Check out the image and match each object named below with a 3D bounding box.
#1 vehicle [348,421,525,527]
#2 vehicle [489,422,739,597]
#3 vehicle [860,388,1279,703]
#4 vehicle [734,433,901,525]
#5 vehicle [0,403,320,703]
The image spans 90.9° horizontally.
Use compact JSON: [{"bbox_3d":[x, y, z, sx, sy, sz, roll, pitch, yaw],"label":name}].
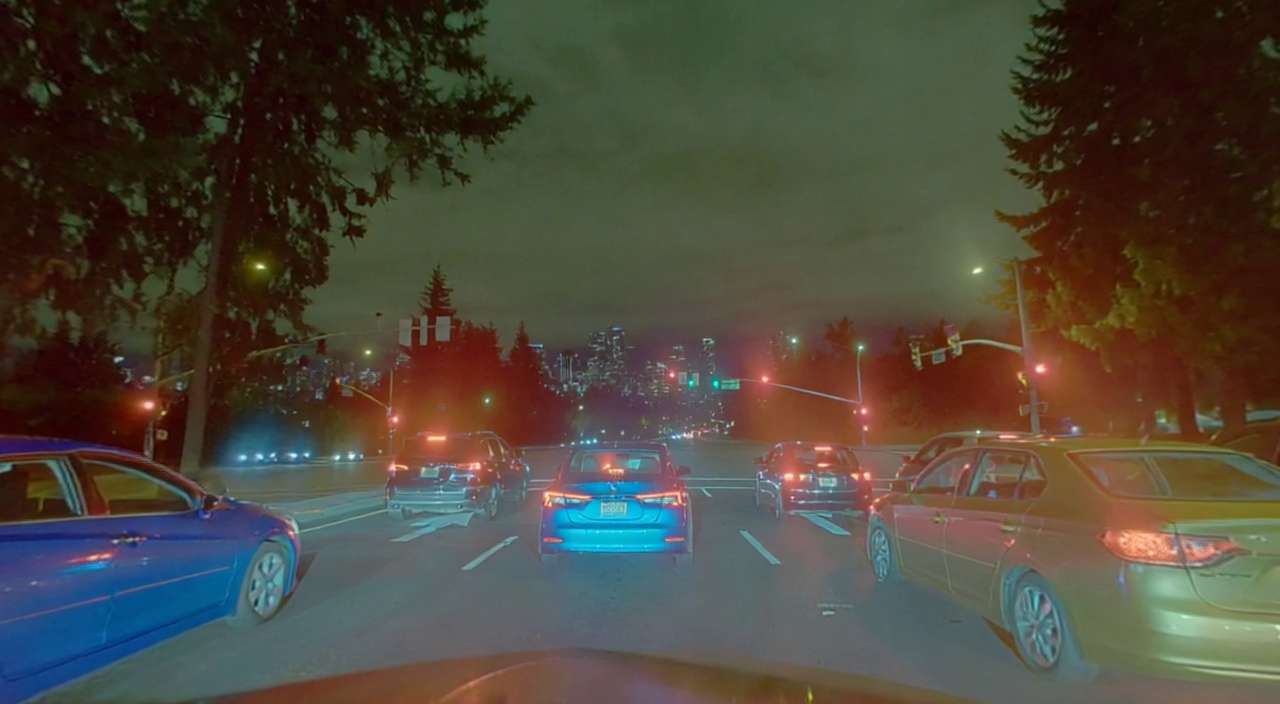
[{"bbox_3d":[-3.729,2.312,12.492,1.961,1.714,4.268,0,-8,2],"label":"vehicle"},{"bbox_3d":[-0.257,1.641,7.404,2.147,1.479,3.803,0,-8,-1],"label":"vehicle"},{"bbox_3d":[3.134,1.149,4.058,1.903,1.480,4.270,0,-8,0],"label":"vehicle"},{"bbox_3d":[3.180,2.334,12.330,1.975,1.460,4.357,0,-8,0],"label":"vehicle"},{"bbox_3d":[-3.639,1.020,3.003,1.935,1.482,4.433,0,-8,-1],"label":"vehicle"}]
